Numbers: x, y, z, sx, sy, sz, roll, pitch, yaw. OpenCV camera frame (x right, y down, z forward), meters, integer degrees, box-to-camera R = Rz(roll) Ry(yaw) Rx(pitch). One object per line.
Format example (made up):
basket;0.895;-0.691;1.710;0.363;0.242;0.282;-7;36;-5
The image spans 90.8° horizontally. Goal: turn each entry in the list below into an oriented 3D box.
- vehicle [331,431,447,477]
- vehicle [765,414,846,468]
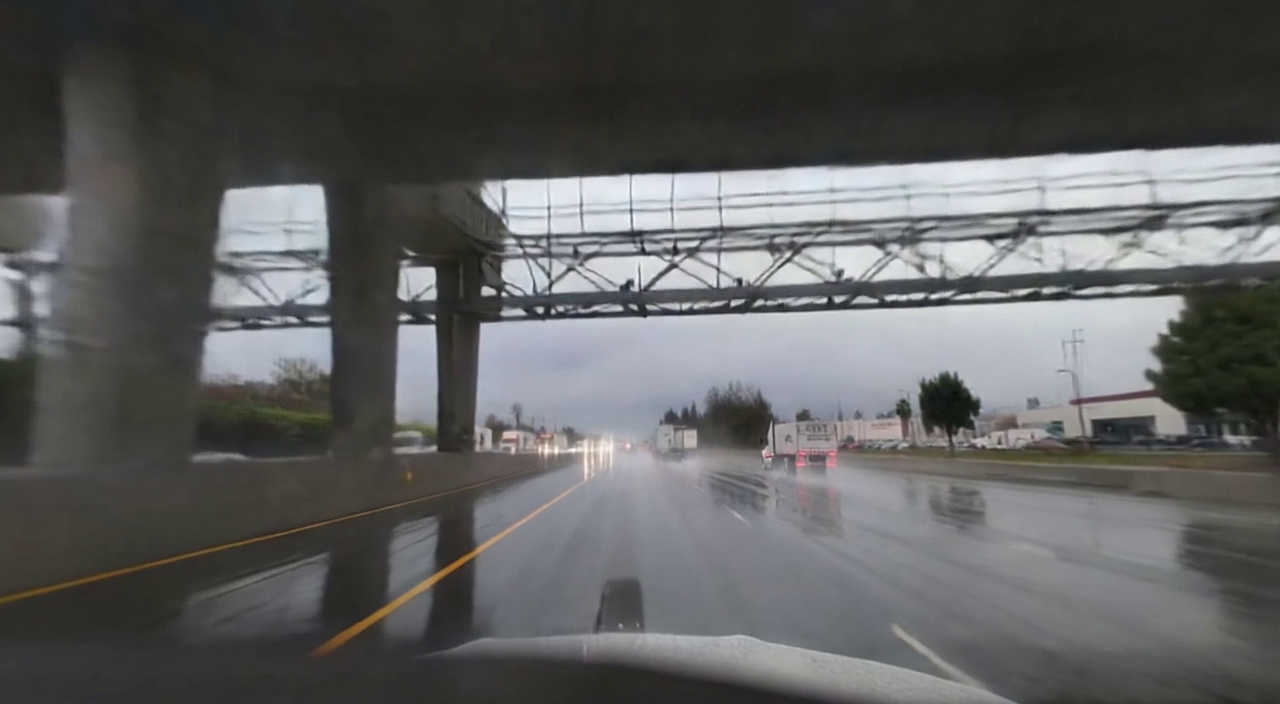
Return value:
vehicle;-10.100;4.186;26.094;2.470;1.699;5.547;0;-9;1
vehicle;11.175;6.230;43.894;2.912;3.293;9.588;0;-9;-1
